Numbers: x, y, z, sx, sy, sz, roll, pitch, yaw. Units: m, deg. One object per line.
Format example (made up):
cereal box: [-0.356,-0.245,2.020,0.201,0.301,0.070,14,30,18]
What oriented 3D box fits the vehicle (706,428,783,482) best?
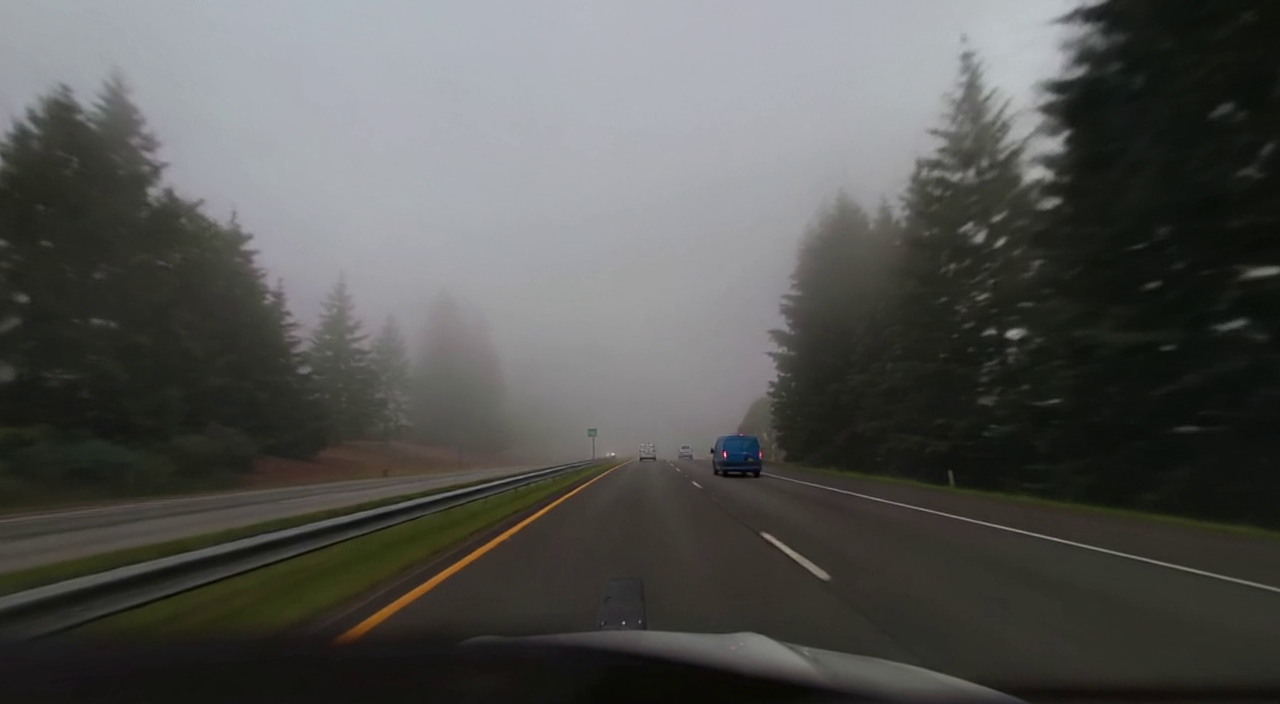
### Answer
vehicle: [4.270,4.339,26.682,2.371,2.045,4.768,0,-9,-1]
